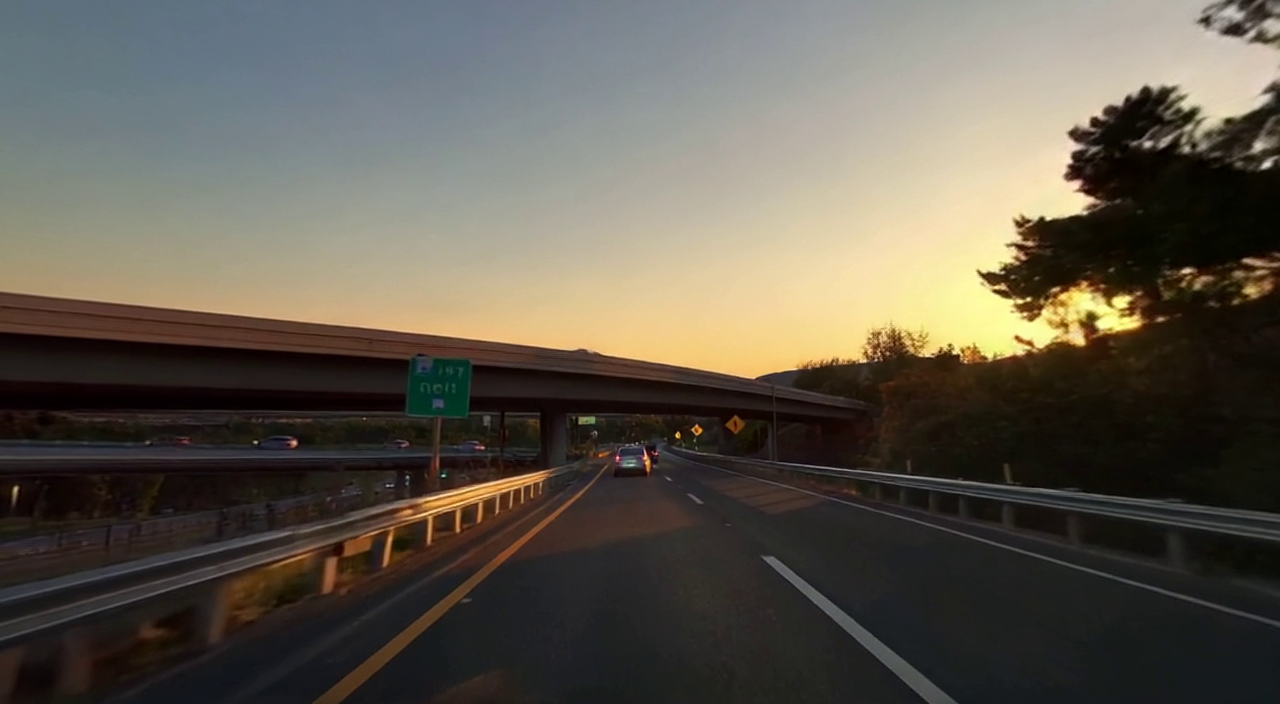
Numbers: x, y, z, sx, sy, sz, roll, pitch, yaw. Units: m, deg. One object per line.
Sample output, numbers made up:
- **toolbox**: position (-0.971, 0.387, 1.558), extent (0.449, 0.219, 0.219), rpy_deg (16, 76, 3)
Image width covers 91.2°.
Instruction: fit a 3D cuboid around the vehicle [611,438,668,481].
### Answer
- **vehicle**: position (-0.032, 4.119, 24.211), extent (2.006, 1.486, 3.950), rpy_deg (0, -9, -1)
